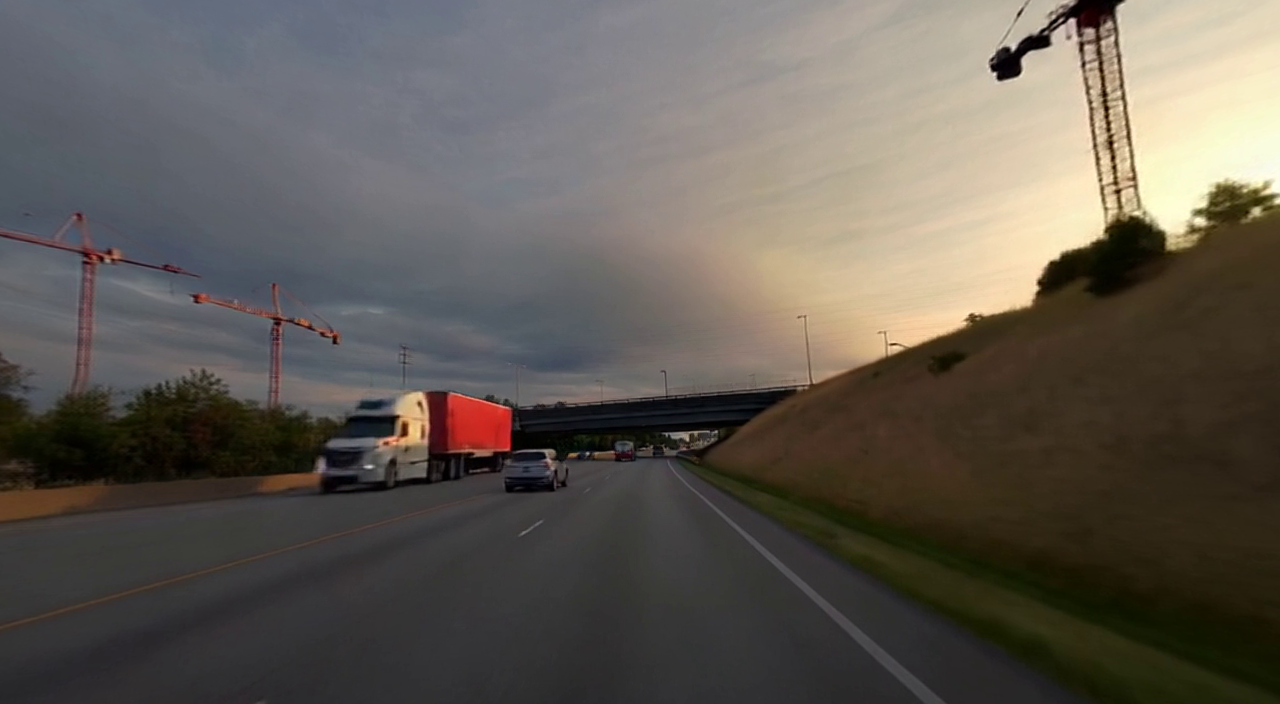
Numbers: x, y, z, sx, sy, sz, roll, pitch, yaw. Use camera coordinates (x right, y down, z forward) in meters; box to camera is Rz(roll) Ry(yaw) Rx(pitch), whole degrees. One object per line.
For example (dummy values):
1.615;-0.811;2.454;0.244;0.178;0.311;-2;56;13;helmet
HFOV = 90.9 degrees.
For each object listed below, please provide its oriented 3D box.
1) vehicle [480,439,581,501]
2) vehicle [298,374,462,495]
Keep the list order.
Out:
-3.144;3.510;19.027;2.194;1.648;3.984;0;-9;2;vehicle
-9.411;3.159;23.742;3.436;3.972;5.728;-1;-9;2;vehicle
